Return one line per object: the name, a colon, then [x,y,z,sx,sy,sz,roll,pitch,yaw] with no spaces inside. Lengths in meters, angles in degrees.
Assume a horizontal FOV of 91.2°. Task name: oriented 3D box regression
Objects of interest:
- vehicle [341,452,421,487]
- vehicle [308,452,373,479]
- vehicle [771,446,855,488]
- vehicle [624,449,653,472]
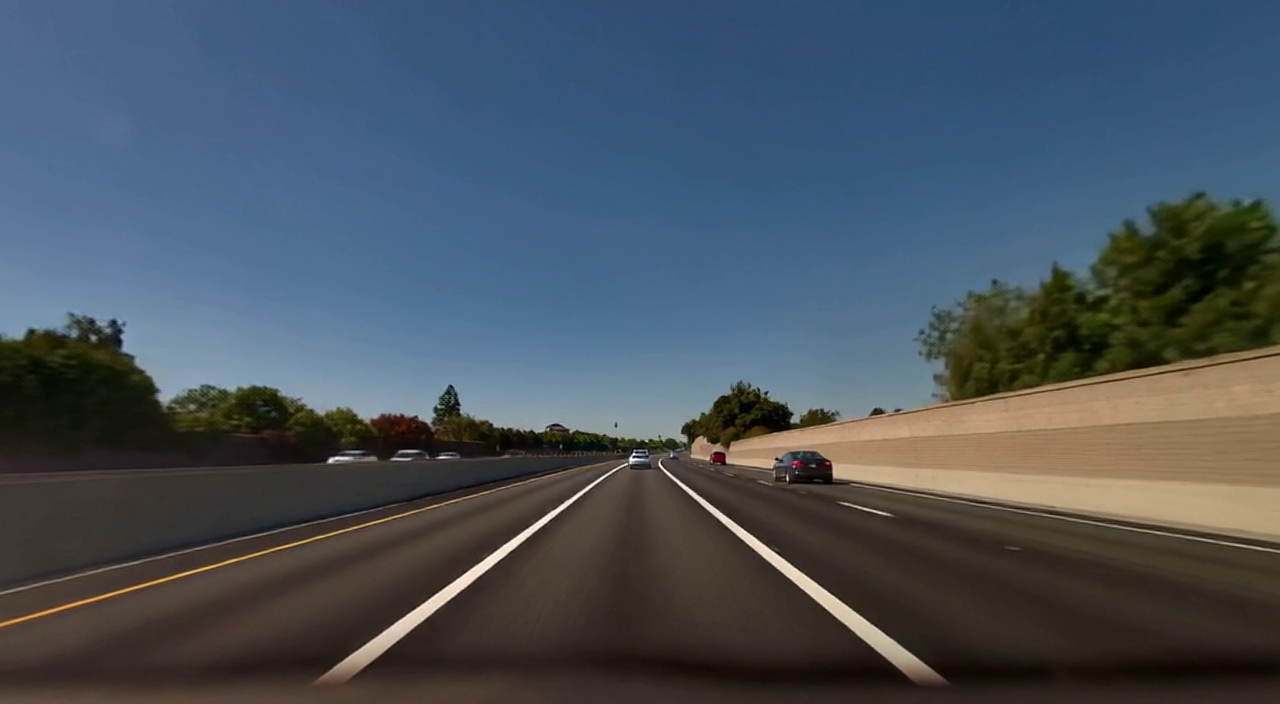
vehicle: [-12.149,5.500,29.722,1.907,1.488,4.443,0,-9,0]
vehicle: [-18.209,6.905,38.343,1.873,1.493,4.102,-1,-9,1]
vehicle: [6.850,4.592,25.421,2.008,1.533,4.592,0,-9,-1]
vehicle: [-0.104,7.874,45.663,2.025,1.526,4.181,0,-9,0]
